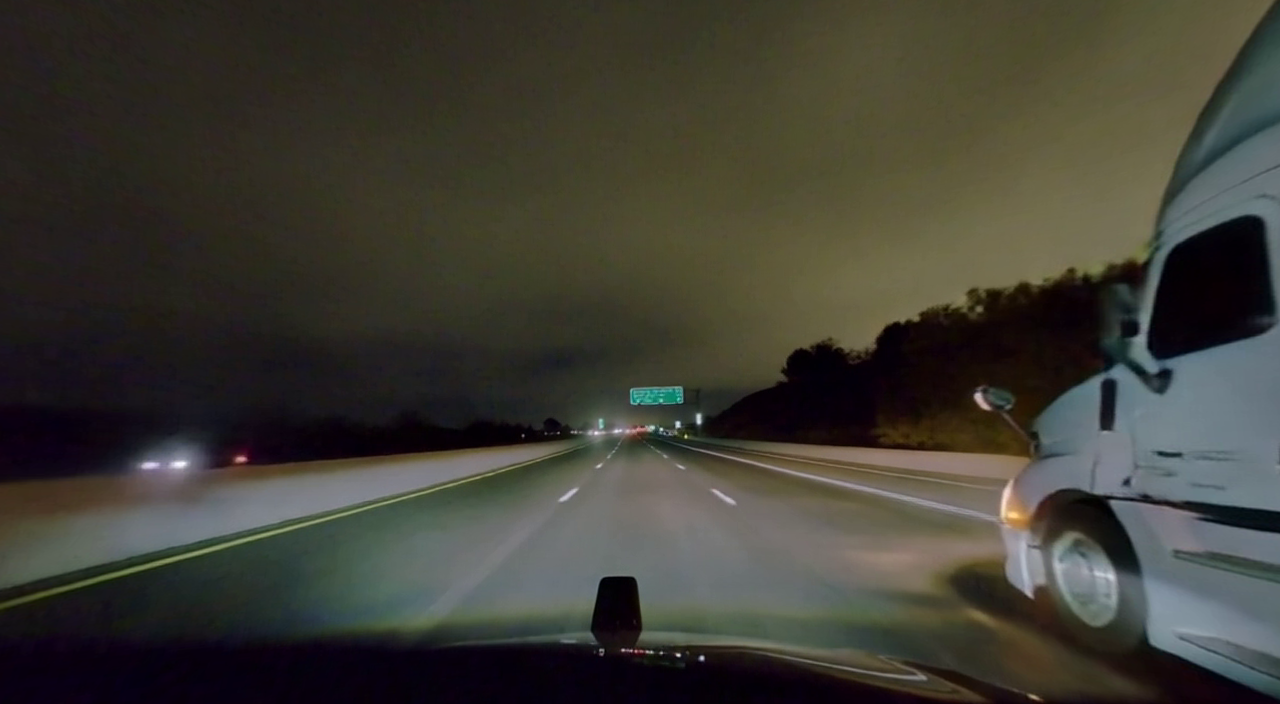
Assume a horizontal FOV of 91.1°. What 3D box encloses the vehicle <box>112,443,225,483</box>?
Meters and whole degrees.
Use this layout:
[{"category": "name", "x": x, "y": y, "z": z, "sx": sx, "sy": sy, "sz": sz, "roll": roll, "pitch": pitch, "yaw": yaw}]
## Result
[{"category": "vehicle", "x": -21.953, "y": 5.136, "z": 29.530, "sx": 1.935, "sy": 1.659, "sz": 4.318, "roll": 0, "pitch": -8, "yaw": 0}]
